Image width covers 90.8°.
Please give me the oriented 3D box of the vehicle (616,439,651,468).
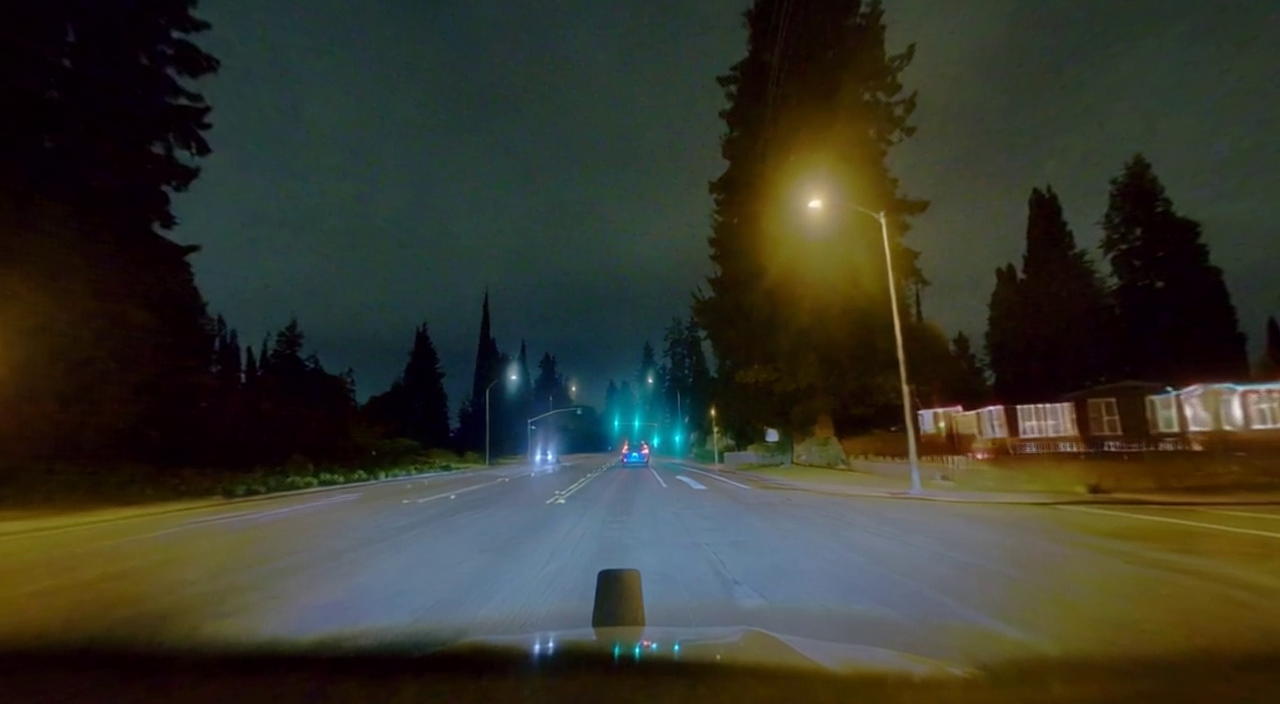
[{"bbox_3d":[-0.487,6.813,42.612,2.230,1.827,4.298,0,-8,-2],"label":"vehicle"}]
